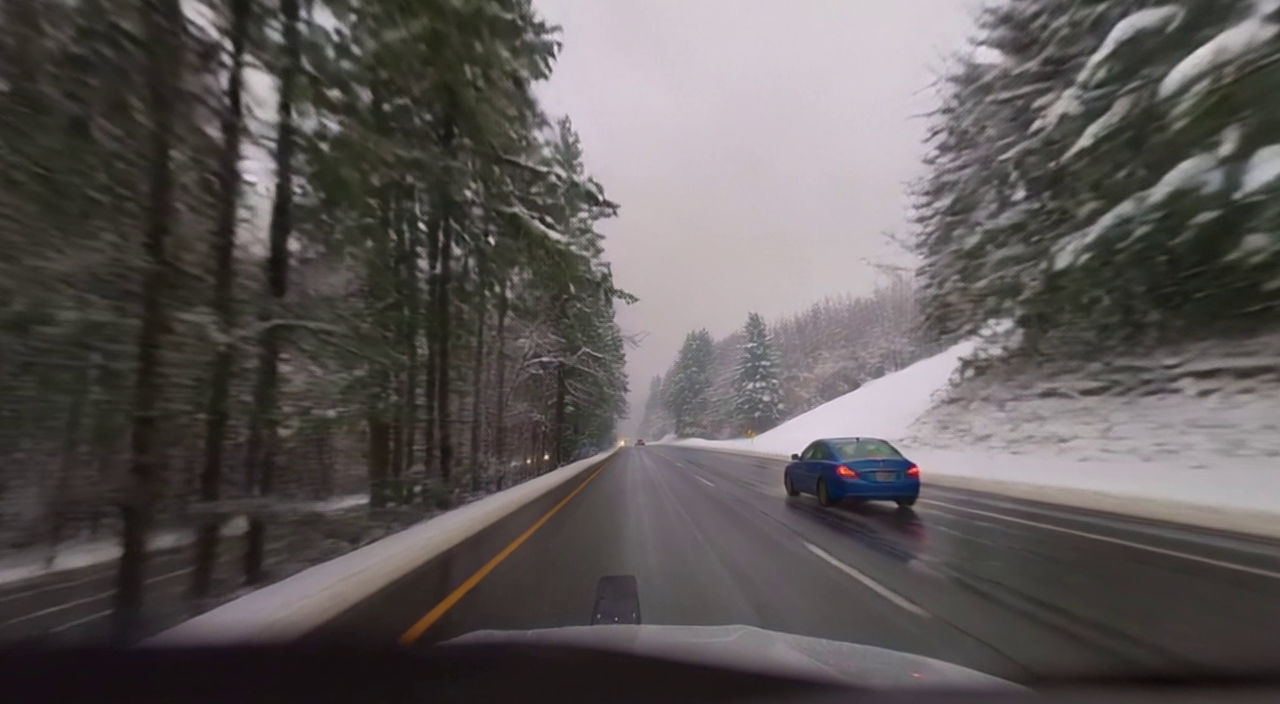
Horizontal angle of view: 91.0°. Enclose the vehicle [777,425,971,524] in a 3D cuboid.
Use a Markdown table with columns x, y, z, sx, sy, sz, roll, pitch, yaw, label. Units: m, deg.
| x | y | z | sx | sy | sz | roll | pitch | yaw | label |
| --- | --- | --- | --- | --- | --- | --- | --- | --- | --- |
| 4.218 | 2.264 | 12.326 | 1.905 | 1.525 | 4.719 | 0 | -8 | -1 | vehicle |
